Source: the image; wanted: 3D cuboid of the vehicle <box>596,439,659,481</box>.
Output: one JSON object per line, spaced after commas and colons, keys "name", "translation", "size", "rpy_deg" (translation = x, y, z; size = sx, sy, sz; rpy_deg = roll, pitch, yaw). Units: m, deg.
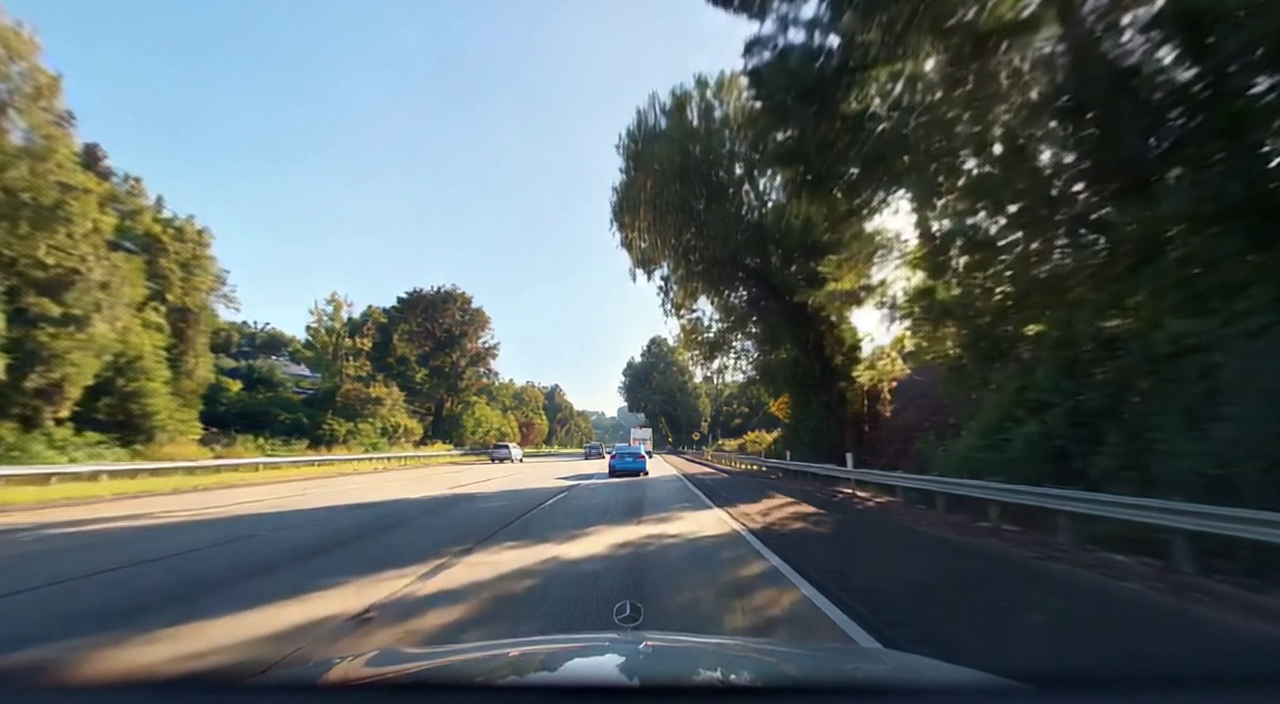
{"name": "vehicle", "translation": [-0.428, 4.105, 24.241], "size": [2.238, 1.479, 3.672], "rpy_deg": [0, -9, 0]}
